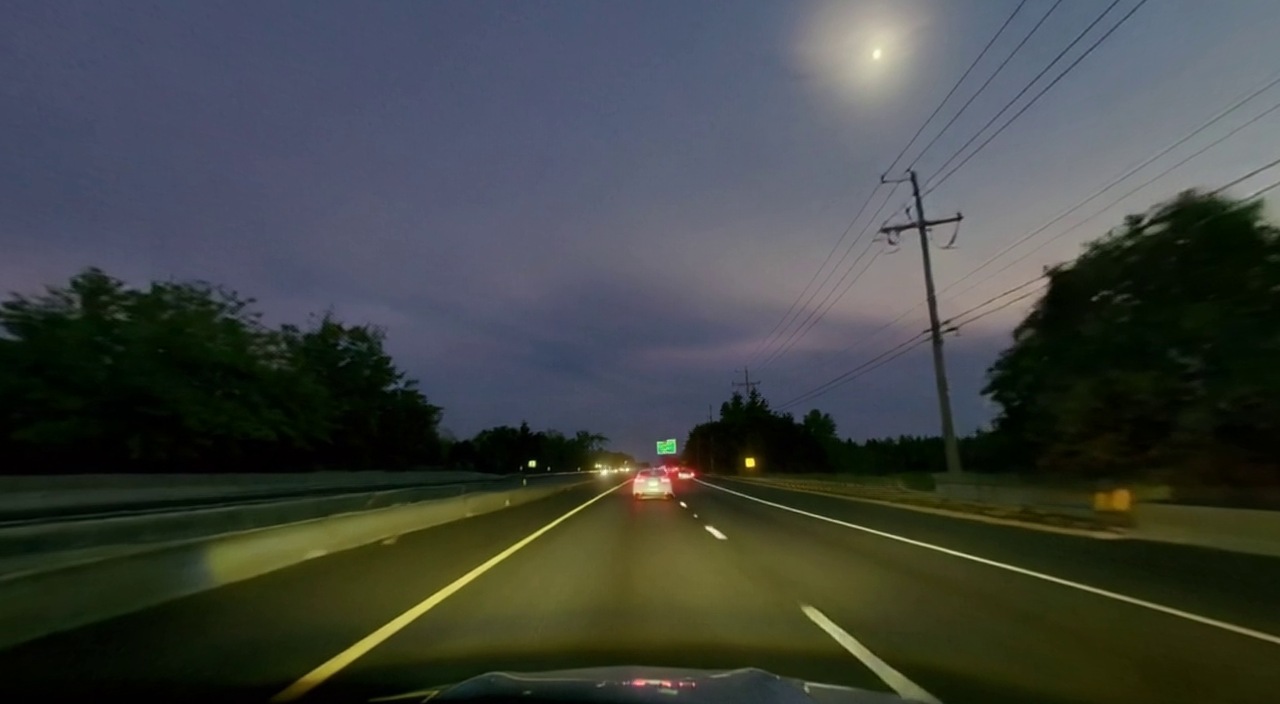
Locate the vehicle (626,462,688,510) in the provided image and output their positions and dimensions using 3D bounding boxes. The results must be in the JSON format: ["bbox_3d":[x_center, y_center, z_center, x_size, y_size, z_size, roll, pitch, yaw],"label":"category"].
[{"bbox_3d":[0.552,4.647,22.078,1.987,1.480,3.786,1,-11,0],"label":"vehicle"}]
